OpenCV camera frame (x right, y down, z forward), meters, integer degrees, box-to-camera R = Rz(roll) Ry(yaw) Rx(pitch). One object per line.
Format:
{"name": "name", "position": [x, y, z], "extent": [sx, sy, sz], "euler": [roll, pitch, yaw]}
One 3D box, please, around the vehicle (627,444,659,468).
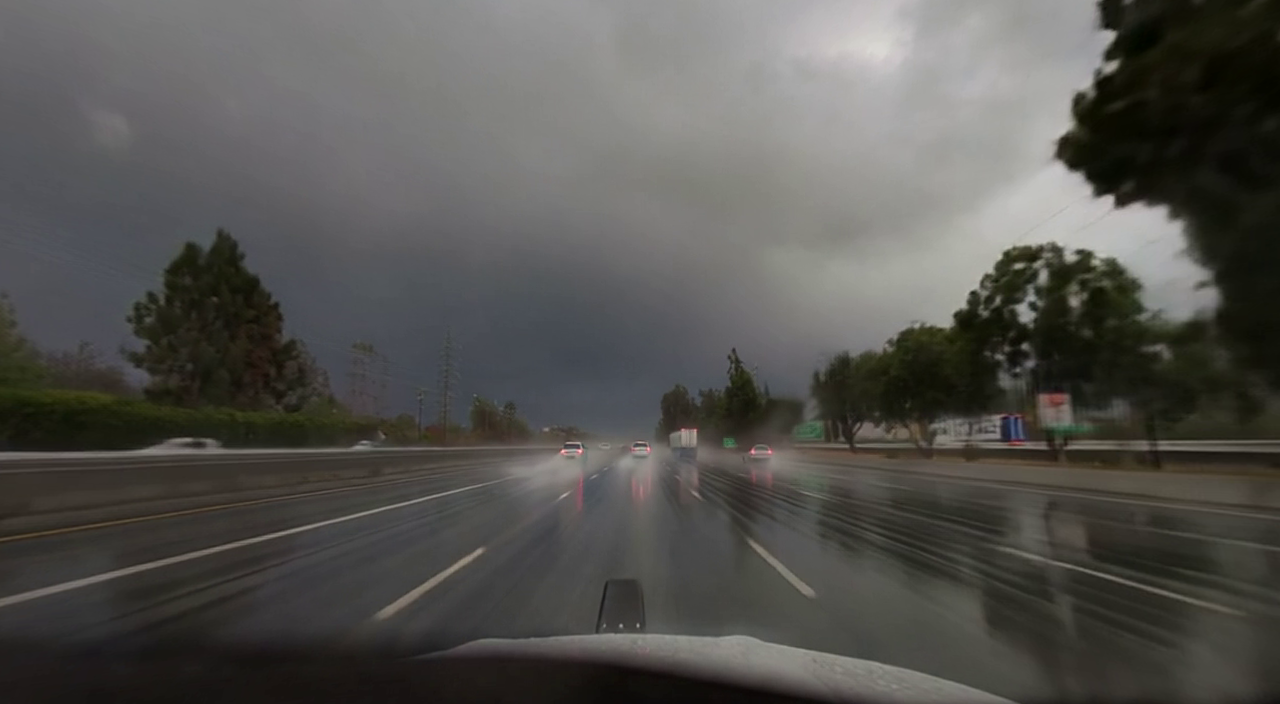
{"name": "vehicle", "position": [0.203, 7.027, 42.742], "extent": [2.066, 1.562, 4.198], "euler": [0, -9, 0]}

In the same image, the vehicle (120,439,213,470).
{"name": "vehicle", "position": [-25.237, 5.472, 33.740], "extent": [1.833, 1.522, 3.969], "euler": [0, -9, 1]}

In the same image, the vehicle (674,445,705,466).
{"name": "vehicle", "position": [3.761, 7.973, 48.571], "extent": [2.076, 1.506, 4.050], "euler": [0, -9, 0]}
